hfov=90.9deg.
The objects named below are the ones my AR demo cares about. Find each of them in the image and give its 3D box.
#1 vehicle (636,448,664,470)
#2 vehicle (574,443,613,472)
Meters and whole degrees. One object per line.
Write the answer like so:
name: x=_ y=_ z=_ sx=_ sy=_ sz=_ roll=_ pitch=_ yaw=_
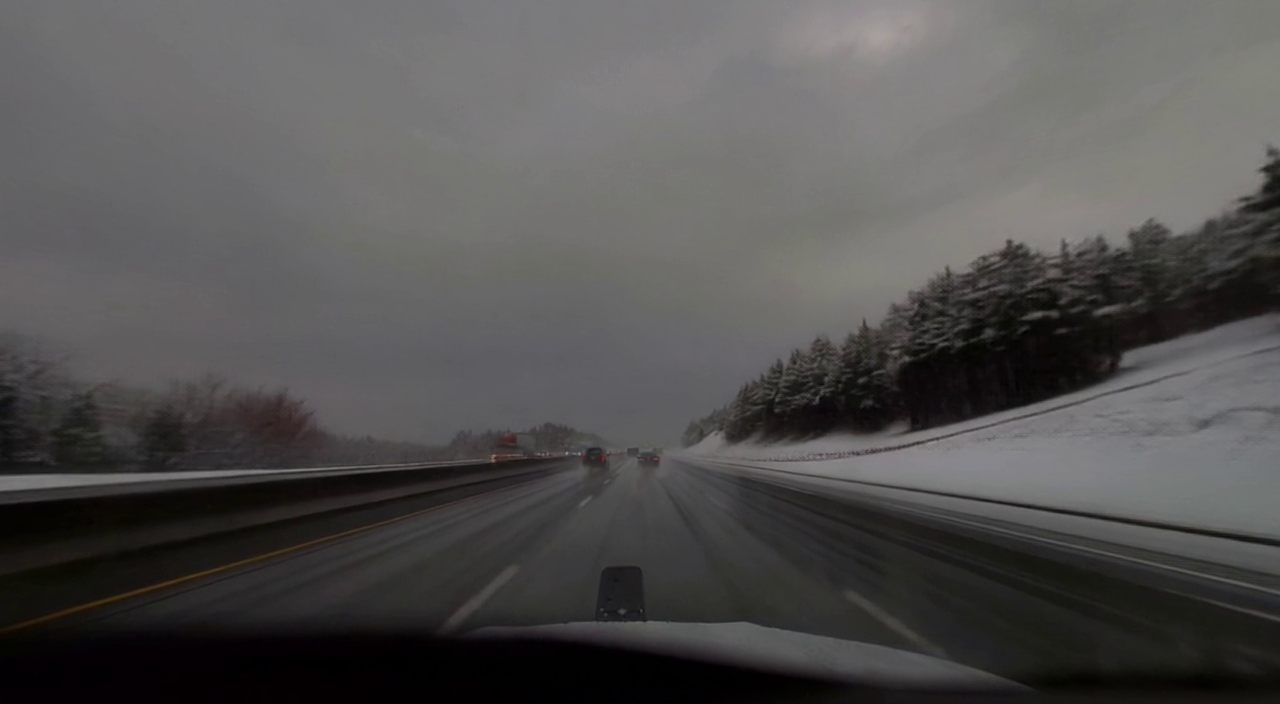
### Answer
vehicle: x=0.750 y=8.073 z=47.658 sx=2.036 sy=1.519 sz=4.225 roll=0 pitch=-9 yaw=0
vehicle: x=-2.972 y=6.844 z=40.937 sx=2.143 sy=1.770 sz=4.283 roll=0 pitch=-9 yaw=1
